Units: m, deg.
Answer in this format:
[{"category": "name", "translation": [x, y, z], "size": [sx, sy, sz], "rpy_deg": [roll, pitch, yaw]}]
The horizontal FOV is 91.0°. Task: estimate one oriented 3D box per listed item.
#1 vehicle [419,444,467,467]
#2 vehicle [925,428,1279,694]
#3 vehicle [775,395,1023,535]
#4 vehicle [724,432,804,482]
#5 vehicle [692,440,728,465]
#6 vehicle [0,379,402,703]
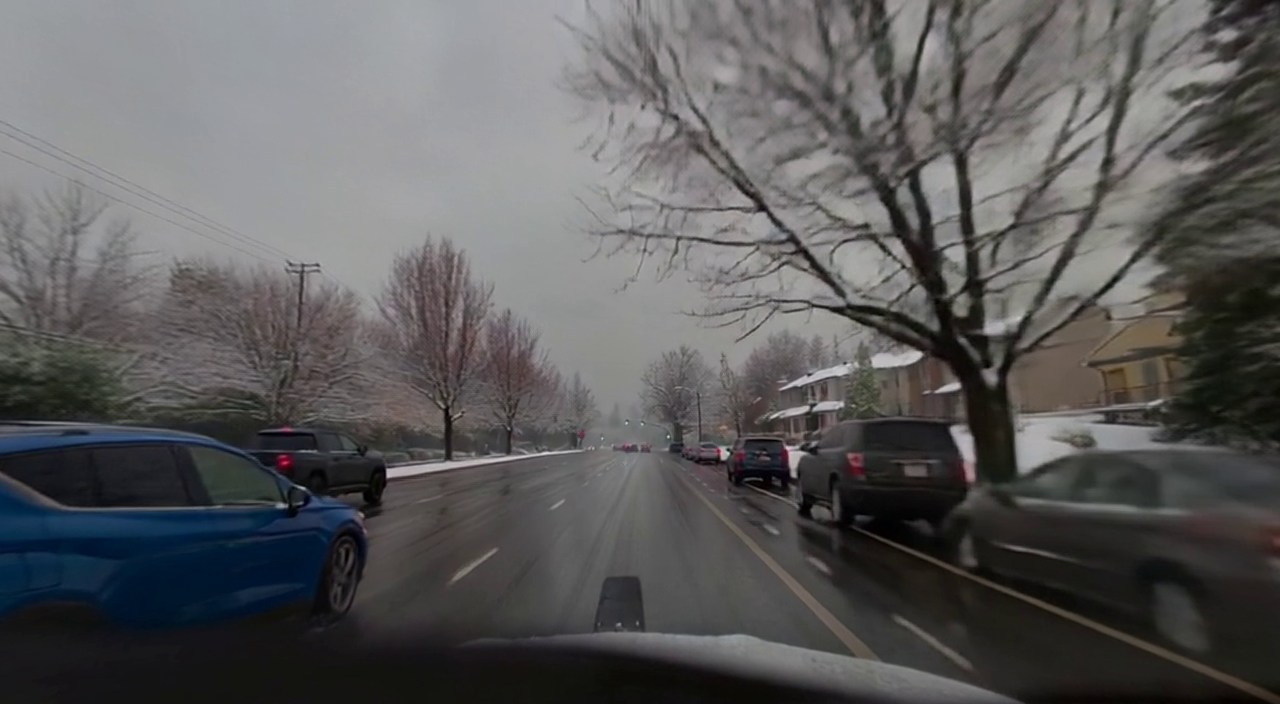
[{"category": "vehicle", "translation": [-13.670, 7.179, 43.887], "size": [1.837, 1.491, 4.378], "rpy_deg": [0, -9, 1]}, {"category": "vehicle", "translation": [4.556, 1.487, 5.470], "size": [1.876, 1.510, 4.637], "rpy_deg": [1, -9, -2]}, {"category": "vehicle", "translation": [4.626, 2.199, 12.862], "size": [2.374, 2.104, 6.508], "rpy_deg": [0, -9, 1]}, {"category": "vehicle", "translation": [4.861, 4.226, 25.629], "size": [2.164, 1.793, 5.671], "rpy_deg": [0, -9, 1]}, {"category": "vehicle", "translation": [4.968, 7.219, 45.450], "size": [2.014, 1.700, 4.369], "rpy_deg": [1, -9, -1]}, {"category": "vehicle", "translation": [-3.208, 1.022, 3.420], "size": [1.982, 1.478, 4.465], "rpy_deg": [0, -9, 1]}]
